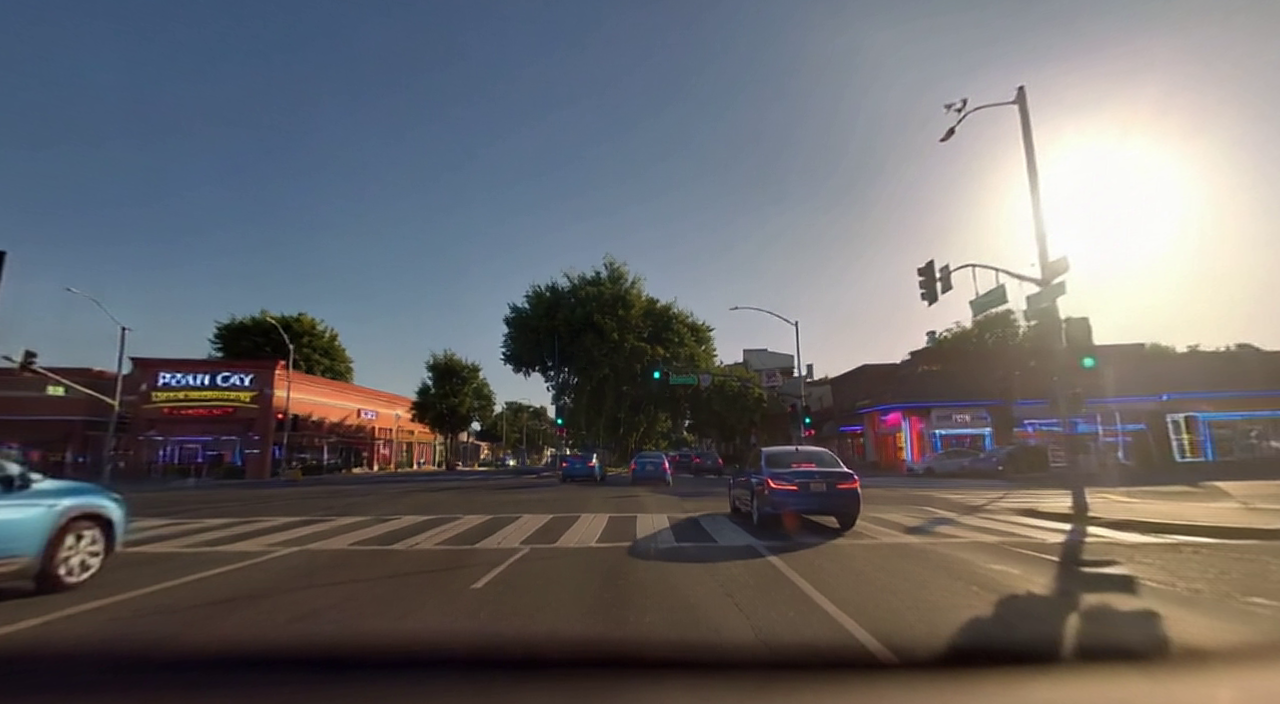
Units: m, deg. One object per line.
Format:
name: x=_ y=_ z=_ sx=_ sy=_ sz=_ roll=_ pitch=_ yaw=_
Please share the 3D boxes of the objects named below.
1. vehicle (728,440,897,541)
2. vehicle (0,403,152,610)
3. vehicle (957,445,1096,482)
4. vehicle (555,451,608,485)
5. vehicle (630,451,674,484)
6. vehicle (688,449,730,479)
vehicle: x=2.921 y=2.421 z=11.726 sx=1.946 sy=1.513 sz=4.133 roll=0 pitch=-8 yaw=0
vehicle: x=-6.668 y=1.277 z=4.964 sx=2.058 sy=1.804 sz=4.391 roll=0 pitch=-8 yaw=0
vehicle: x=15.758 y=4.564 z=25.877 sx=4.481 sy=1.427 sz=1.830 roll=0 pitch=-8 yaw=-1
vehicle: x=-2.800 y=5.699 z=31.232 sx=2.040 sy=1.471 sz=4.211 roll=-1 pitch=-8 yaw=2
vehicle: x=0.579 y=5.696 z=31.359 sx=2.070 sy=1.460 sz=4.118 roll=0 pitch=-8 yaw=0
vehicle: x=3.942 y=6.445 z=36.446 sx=1.931 sy=1.552 sz=4.125 roll=0 pitch=-8 yaw=0
